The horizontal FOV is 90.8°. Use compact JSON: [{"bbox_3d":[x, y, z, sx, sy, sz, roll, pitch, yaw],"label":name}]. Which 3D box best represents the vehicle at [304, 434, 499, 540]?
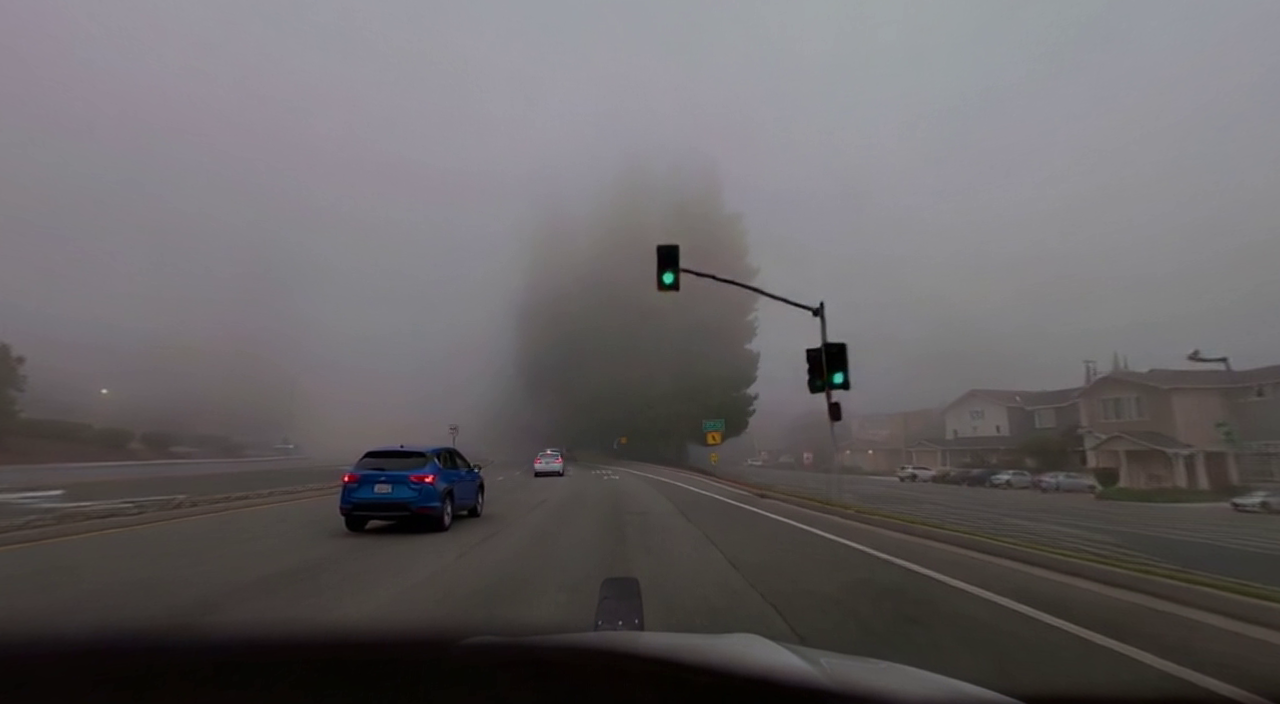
[{"bbox_3d":[-4.234,2.443,12.207,2.098,1.613,4.606,0,-8,-2],"label":"vehicle"}]

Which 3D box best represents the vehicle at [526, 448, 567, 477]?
[{"bbox_3d":[-5.159,6.149,35.276,1.904,1.476,3.736,0,-8,-4],"label":"vehicle"}]
